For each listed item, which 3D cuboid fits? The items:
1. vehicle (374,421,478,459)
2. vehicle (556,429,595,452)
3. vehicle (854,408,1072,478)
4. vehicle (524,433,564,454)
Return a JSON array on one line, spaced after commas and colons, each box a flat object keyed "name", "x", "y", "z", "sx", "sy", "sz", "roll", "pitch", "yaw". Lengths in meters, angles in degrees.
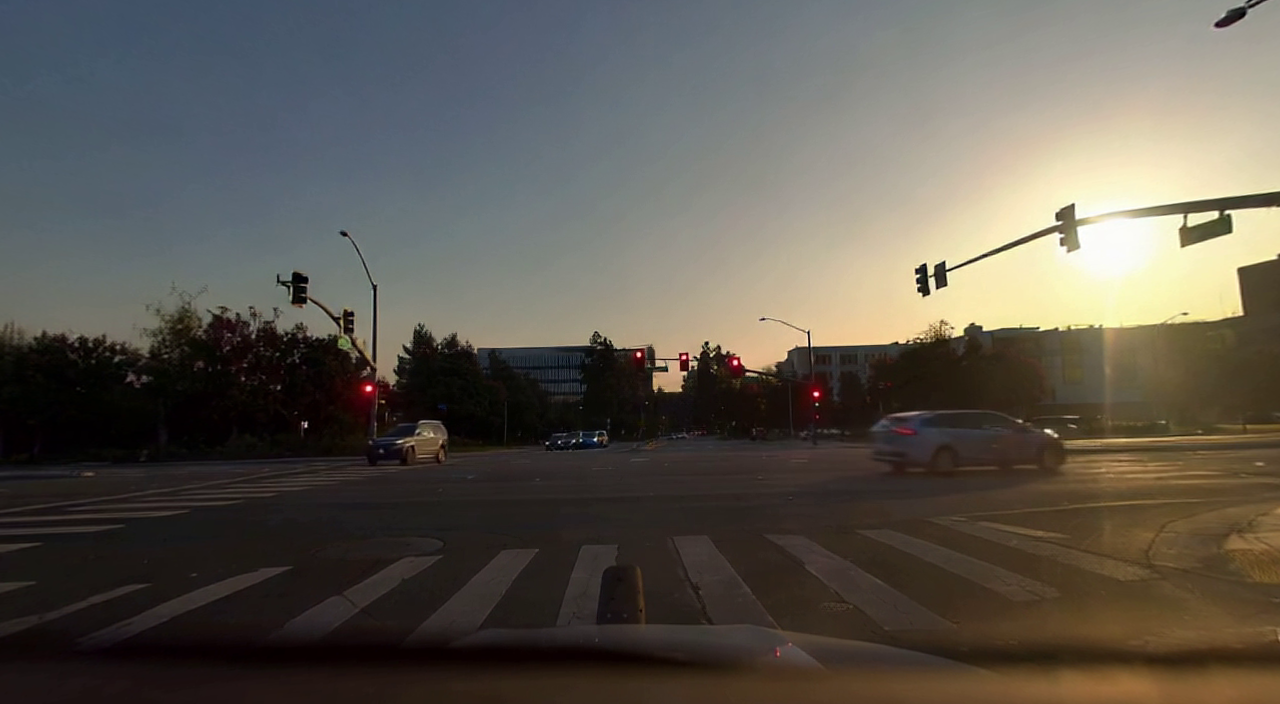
[{"name": "vehicle", "x": -11.344, "y": 4.717, "z": 33.780, "sx": 2.000, "sy": 1.864, "sz": 5.044, "roll": -6, "pitch": -10, "yaw": 34}, {"name": "vehicle", "x": -4.398, "y": 6.171, "z": 43.784, "sx": 1.919, "sy": 1.467, "sz": 4.086, "roll": -1, "pitch": -9, "yaw": 5}, {"name": "vehicle", "x": 8.472, "y": 2.414, "z": 16.766, "sx": 4.854, "sy": 1.684, "sz": 1.945, "roll": 1, "pitch": -9, "yaw": -9}, {"name": "vehicle", "x": -7.248, "y": 7.006, "z": 48.145, "sx": 2.054, "sy": 1.536, "sz": 3.927, "roll": -1, "pitch": -9, "yaw": 6}]
